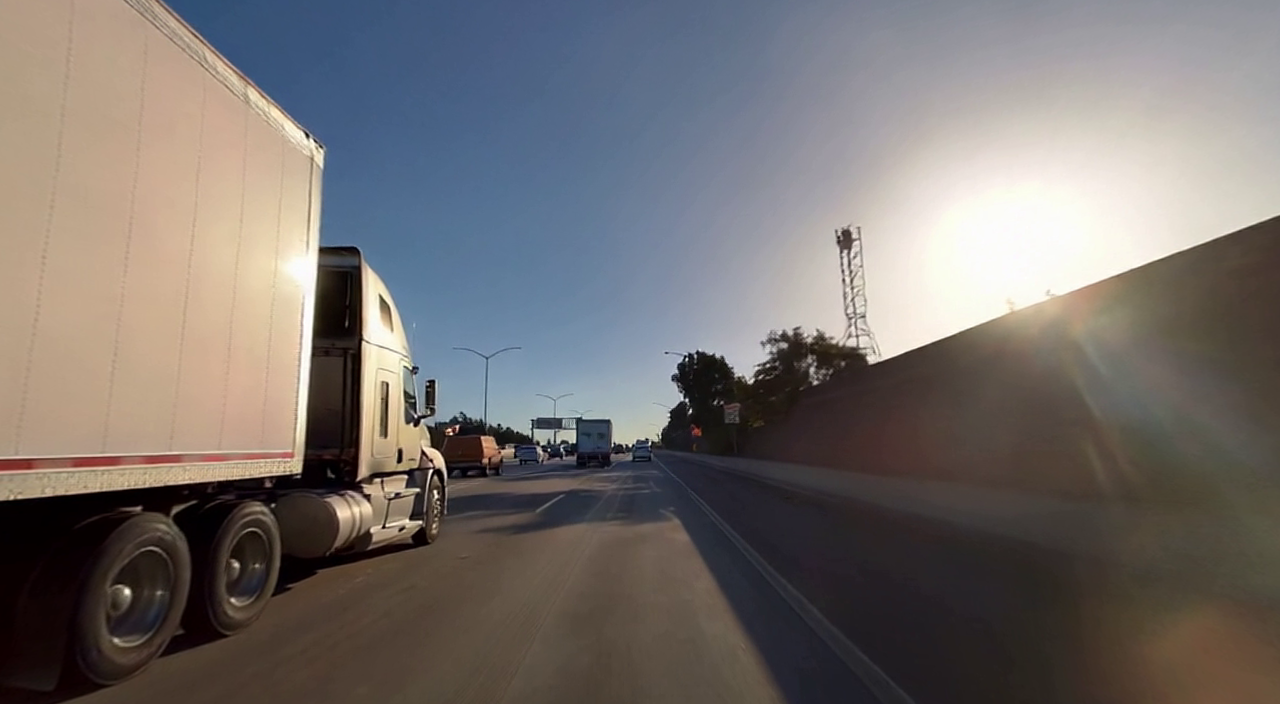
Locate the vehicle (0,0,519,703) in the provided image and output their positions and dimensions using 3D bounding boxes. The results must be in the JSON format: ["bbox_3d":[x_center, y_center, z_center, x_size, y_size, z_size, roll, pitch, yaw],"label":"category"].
[{"bbox_3d":[-3.709,0.605,6.244,3.025,3.266,9.256,0,-8,1],"label":"vehicle"}]

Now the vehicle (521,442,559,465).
[{"bbox_3d":[-6.960,7.106,44.223,1.962,1.489,4.002,0,-8,1],"label":"vehicle"}]

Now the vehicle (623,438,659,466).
[{"bbox_3d":[0.068,6.376,40.182,2.178,1.640,4.071,0,-8,1],"label":"vehicle"}]
